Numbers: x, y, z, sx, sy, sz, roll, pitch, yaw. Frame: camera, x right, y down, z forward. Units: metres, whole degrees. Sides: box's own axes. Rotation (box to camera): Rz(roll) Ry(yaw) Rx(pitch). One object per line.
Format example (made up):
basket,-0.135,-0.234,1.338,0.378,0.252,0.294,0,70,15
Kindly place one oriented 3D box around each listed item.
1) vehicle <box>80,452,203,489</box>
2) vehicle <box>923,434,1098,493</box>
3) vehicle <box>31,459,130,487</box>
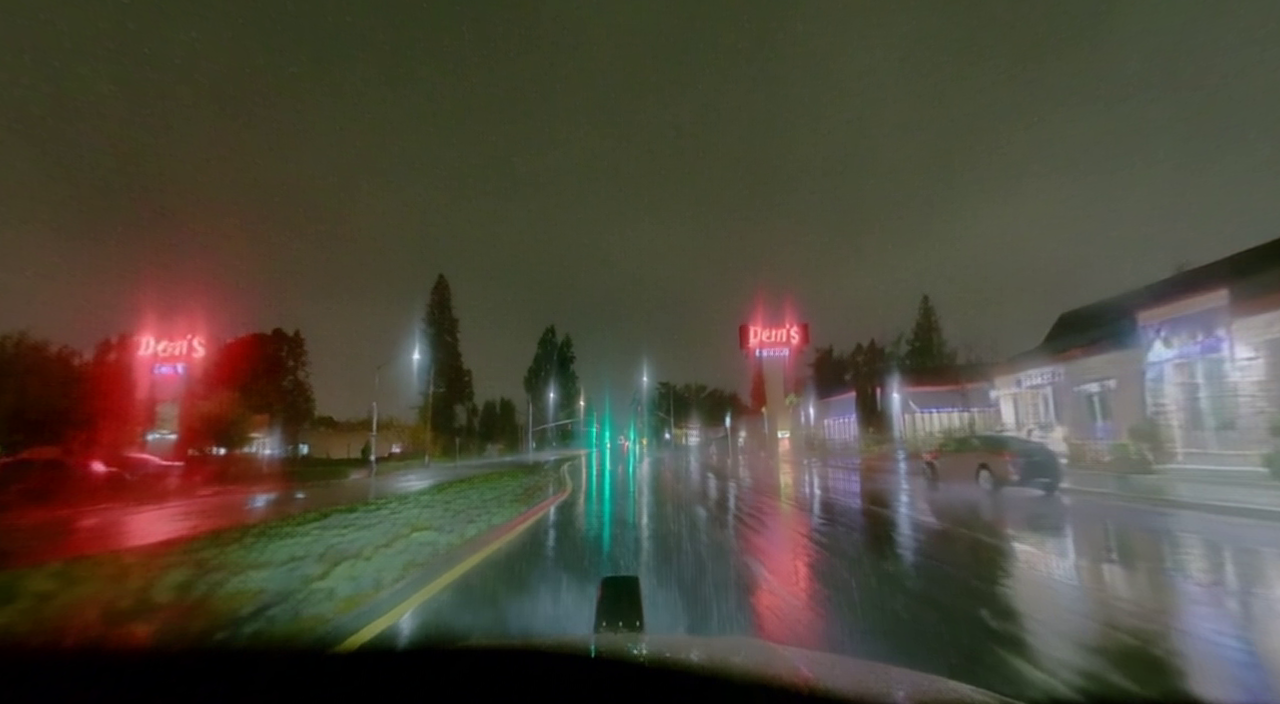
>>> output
vehicle,-30.540,7.225,39.128,2.326,1.944,6.466,1,-8,0
vehicle,10.212,3.096,17.968,2.034,1.437,4.728,0,-8,-1
vehicle,-33.457,7.228,37.945,2.048,1.422,4.179,0,-8,1
